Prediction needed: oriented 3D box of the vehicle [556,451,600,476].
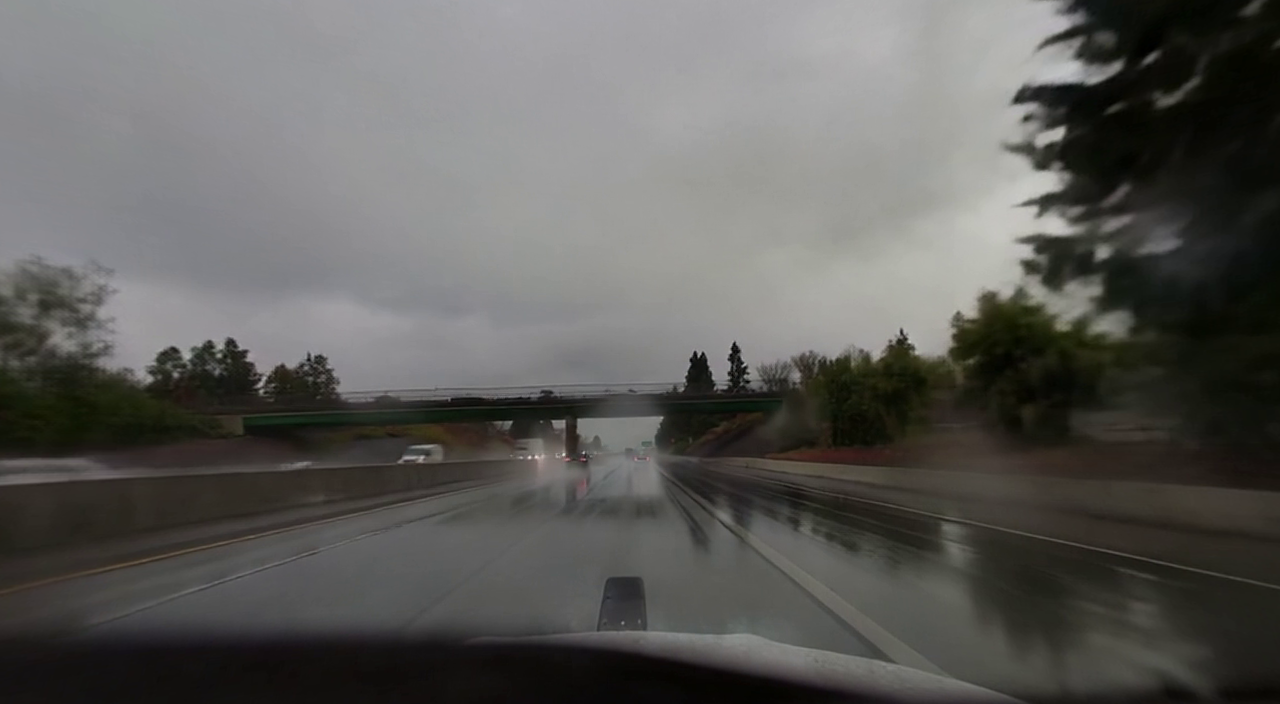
[{"bbox_3d":[-3.813,6.979,39.663,2.293,1.462,4.452,0,-9,0],"label":"vehicle"}]
